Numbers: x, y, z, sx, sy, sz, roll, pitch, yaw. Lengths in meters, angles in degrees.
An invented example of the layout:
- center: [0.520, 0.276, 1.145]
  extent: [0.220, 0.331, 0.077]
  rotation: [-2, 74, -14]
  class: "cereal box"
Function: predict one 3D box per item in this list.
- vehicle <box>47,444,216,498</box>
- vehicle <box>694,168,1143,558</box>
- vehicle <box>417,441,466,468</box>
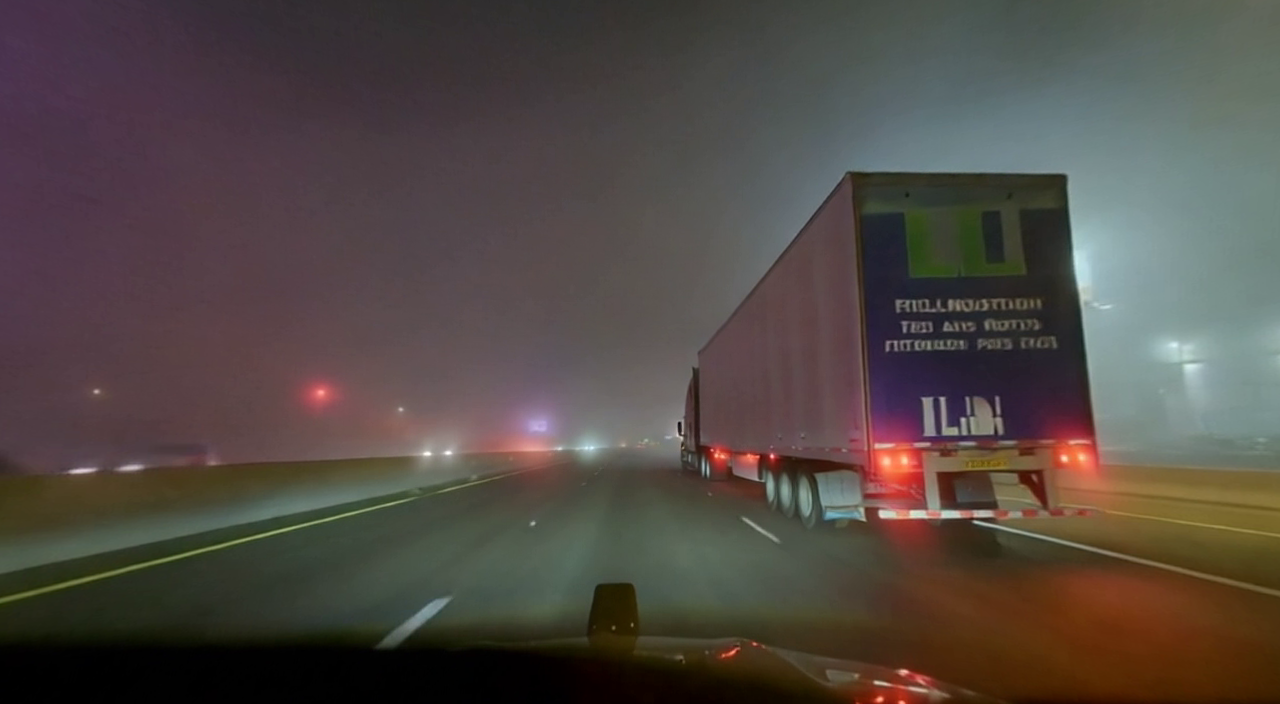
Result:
- center: [-14.848, 3.458, 18.769]
  extent: [1.825, 1.400, 3.849]
  rotation: [0, -9, 0]
  class: "vehicle"
- center: [3.737, 1.295, 15.549]
  extent: [2.891, 4.387, 17.121]
  rotation: [0, -9, -2]
  class: "vehicle"
- center: [-10.633, 5.531, 34.105]
  extent: [1.545, 1.371, 3.313]
  rotation: [0, -9, 0]
  class: "vehicle"
